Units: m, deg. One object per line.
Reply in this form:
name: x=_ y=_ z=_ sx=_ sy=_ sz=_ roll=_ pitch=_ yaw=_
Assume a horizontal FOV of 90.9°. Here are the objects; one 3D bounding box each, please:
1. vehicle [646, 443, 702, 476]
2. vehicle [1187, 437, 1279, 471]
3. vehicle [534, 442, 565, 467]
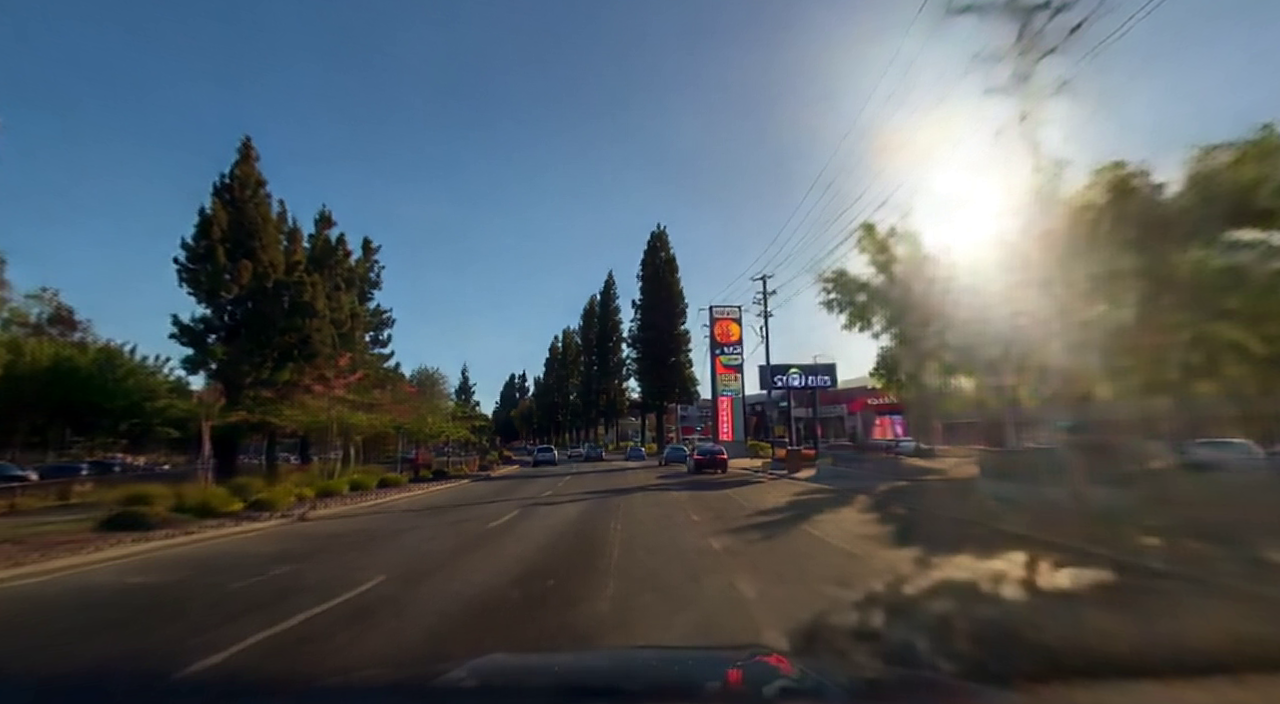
vehicle: x=1.511 y=5.103 z=30.204 sx=2.130 sy=1.476 sz=4.453 roll=1 pitch=-9 yaw=-4
vehicle: x=32.503 y=5.434 z=33.615 sx=4.430 sy=1.617 sz=2.092 roll=-4 pitch=-10 yaw=11
vehicle: x=-6.877 y=7.830 z=48.313 sx=2.195 sy=1.752 sz=4.515 roll=1 pitch=-9 yaw=-6
